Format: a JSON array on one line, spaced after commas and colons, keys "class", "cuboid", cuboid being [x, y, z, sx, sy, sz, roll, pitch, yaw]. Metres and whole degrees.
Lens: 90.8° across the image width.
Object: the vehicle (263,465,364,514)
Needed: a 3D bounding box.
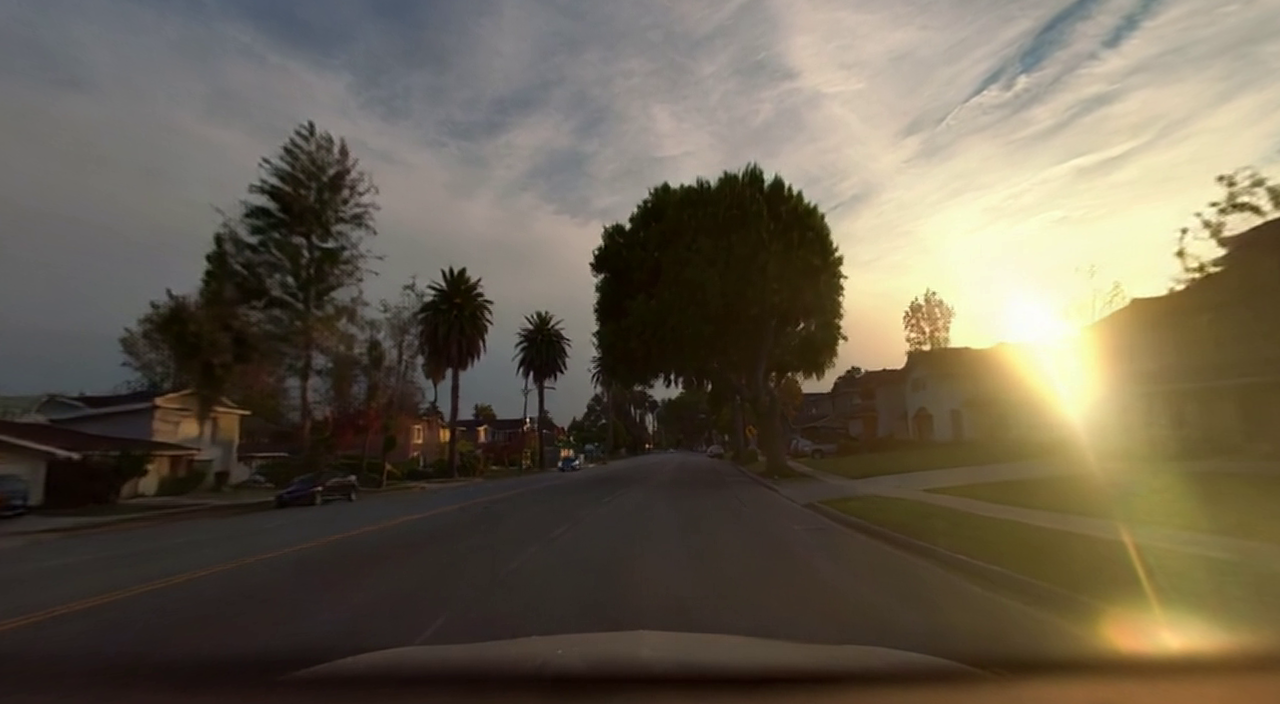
[{"class": "vehicle", "cuboid": [-13.034, 5.462, 25.516, 1.804, 1.498, 4.136, -5, -8, 2]}]
